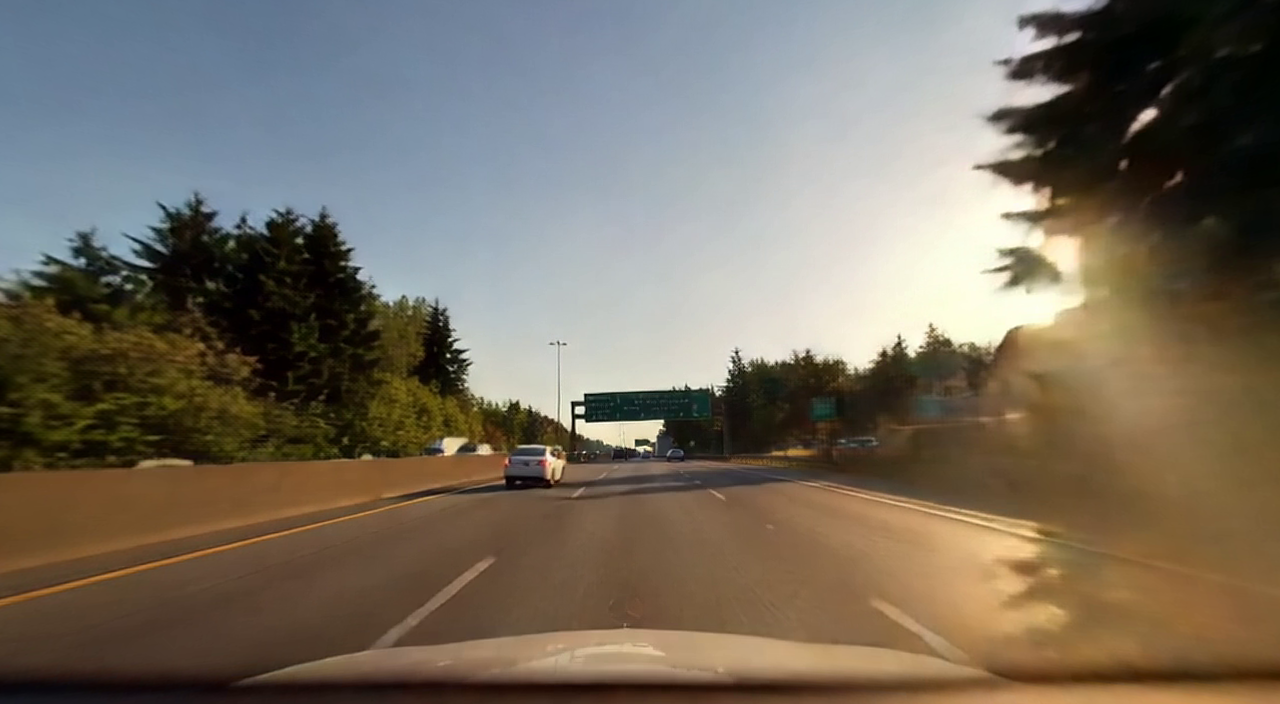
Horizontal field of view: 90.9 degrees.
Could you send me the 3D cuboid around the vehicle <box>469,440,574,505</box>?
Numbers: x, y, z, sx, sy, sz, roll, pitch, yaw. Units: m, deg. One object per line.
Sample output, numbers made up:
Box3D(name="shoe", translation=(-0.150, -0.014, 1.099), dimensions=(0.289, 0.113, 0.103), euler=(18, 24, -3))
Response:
Box3D(name="vehicle", translation=(-3.066, 3.221, 17.243), dimensions=(1.936, 1.545, 4.116), euler=(0, -9, 2))
